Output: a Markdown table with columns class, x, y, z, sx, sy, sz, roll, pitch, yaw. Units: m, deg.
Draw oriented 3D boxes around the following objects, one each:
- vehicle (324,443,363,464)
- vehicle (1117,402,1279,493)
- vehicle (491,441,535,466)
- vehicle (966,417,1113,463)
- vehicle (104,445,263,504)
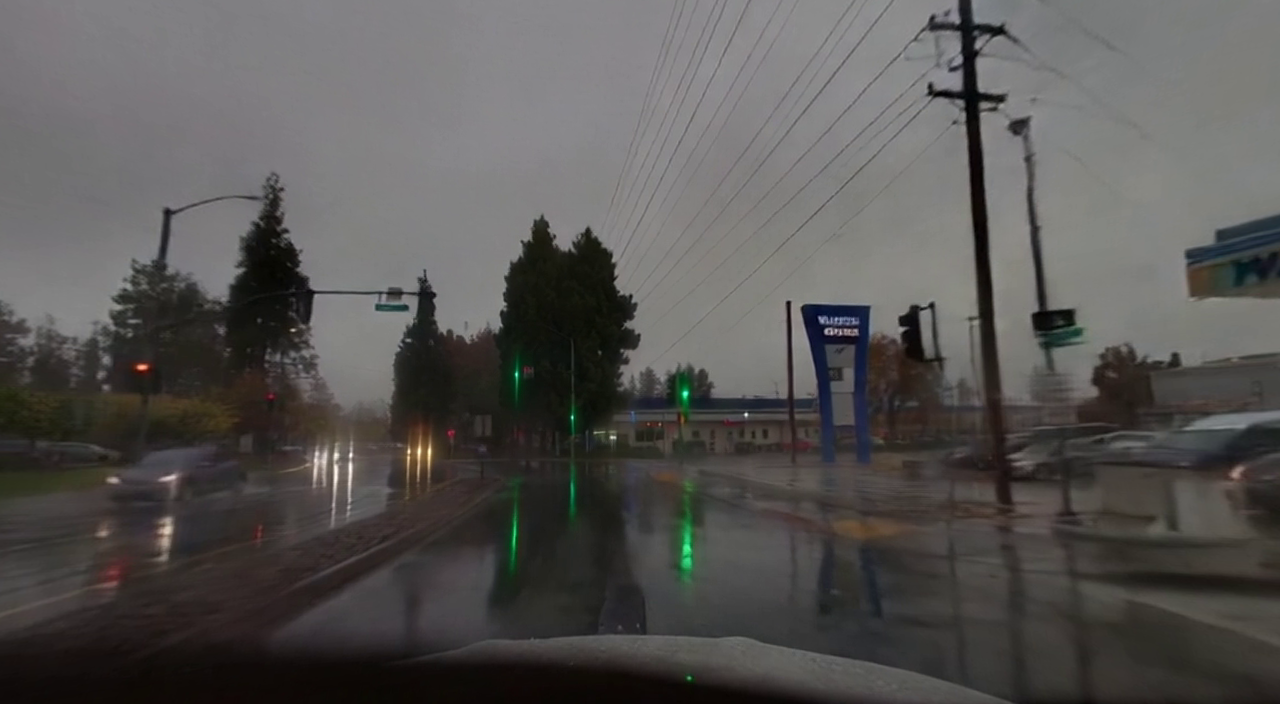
| class | x | y | z | sx | sy | sz | roll | pitch | yaw |
| --- | --- | --- | --- | --- | --- | --- | --- | --- | --- |
| vehicle | -22.322 | 7.580 | 47.461 | 2.207 | 1.503 | 4.561 | 4 | -9 | -29 |
| vehicle | 13.687 | 2.098 | 13.884 | 4.444 | 1.815 | 2.239 | -1 | -9 | 3 |
| vehicle | -8.227 | 6.505 | 40.738 | 2.094 | 1.500 | 3.682 | 3 | -9 | -21 |
| vehicle | 14.991 | 3.345 | 23.913 | 4.141 | 1.648 | 2.036 | 0 | -8 | 2 |
| vehicle | -12.924 | 3.426 | 18.293 | 1.863 | 1.439 | 4.351 | 1 | -8 | -9 |
